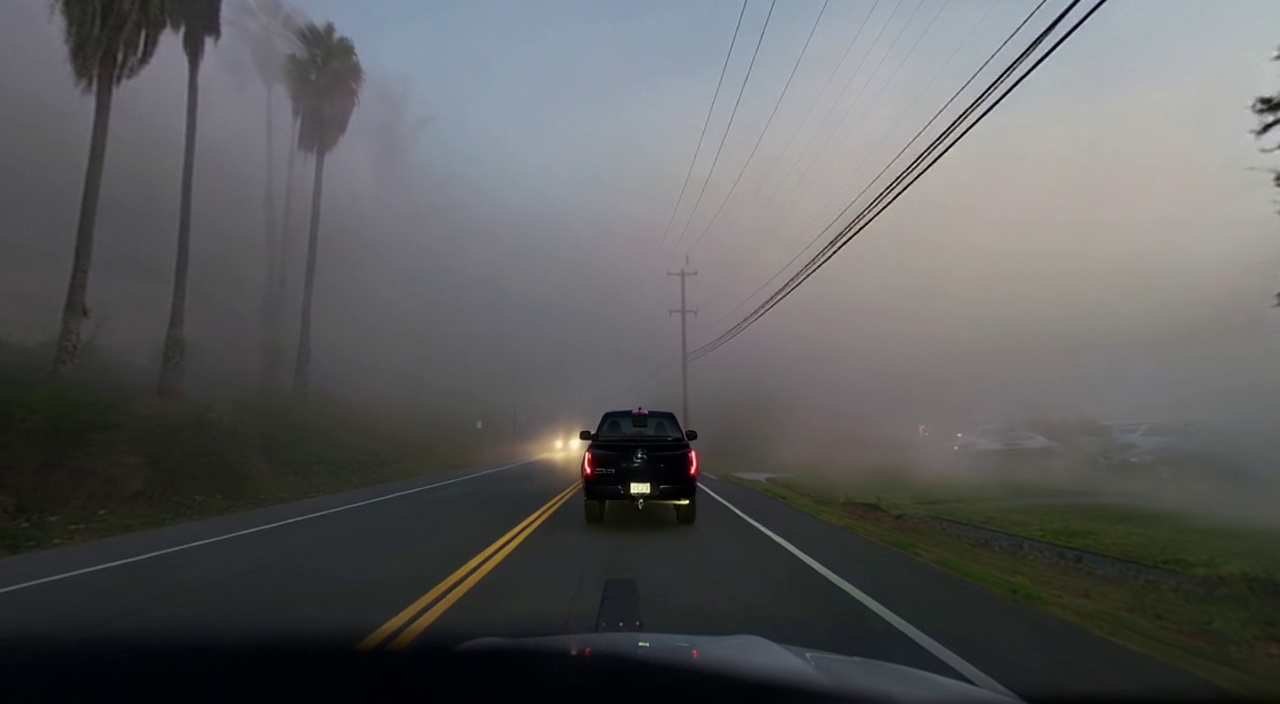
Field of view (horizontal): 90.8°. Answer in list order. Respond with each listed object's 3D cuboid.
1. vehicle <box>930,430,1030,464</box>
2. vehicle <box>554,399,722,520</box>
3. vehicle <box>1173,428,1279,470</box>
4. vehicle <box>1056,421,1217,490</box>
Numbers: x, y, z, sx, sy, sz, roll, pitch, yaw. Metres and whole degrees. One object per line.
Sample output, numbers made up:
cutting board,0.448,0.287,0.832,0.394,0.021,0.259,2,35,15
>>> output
vehicle,20.380,5.756,38.337,2.277,1.836,6.267,0,-9,-4
vehicle,-0.040,2.278,13.785,2.848,2.047,5.885,0,-8,0
vehicle,24.470,3.904,25.444,4.314,1.553,1.948,0,-11,-7
vehicle,16.061,3.379,20.976,2.338,1.917,6.076,-3,-9,20
